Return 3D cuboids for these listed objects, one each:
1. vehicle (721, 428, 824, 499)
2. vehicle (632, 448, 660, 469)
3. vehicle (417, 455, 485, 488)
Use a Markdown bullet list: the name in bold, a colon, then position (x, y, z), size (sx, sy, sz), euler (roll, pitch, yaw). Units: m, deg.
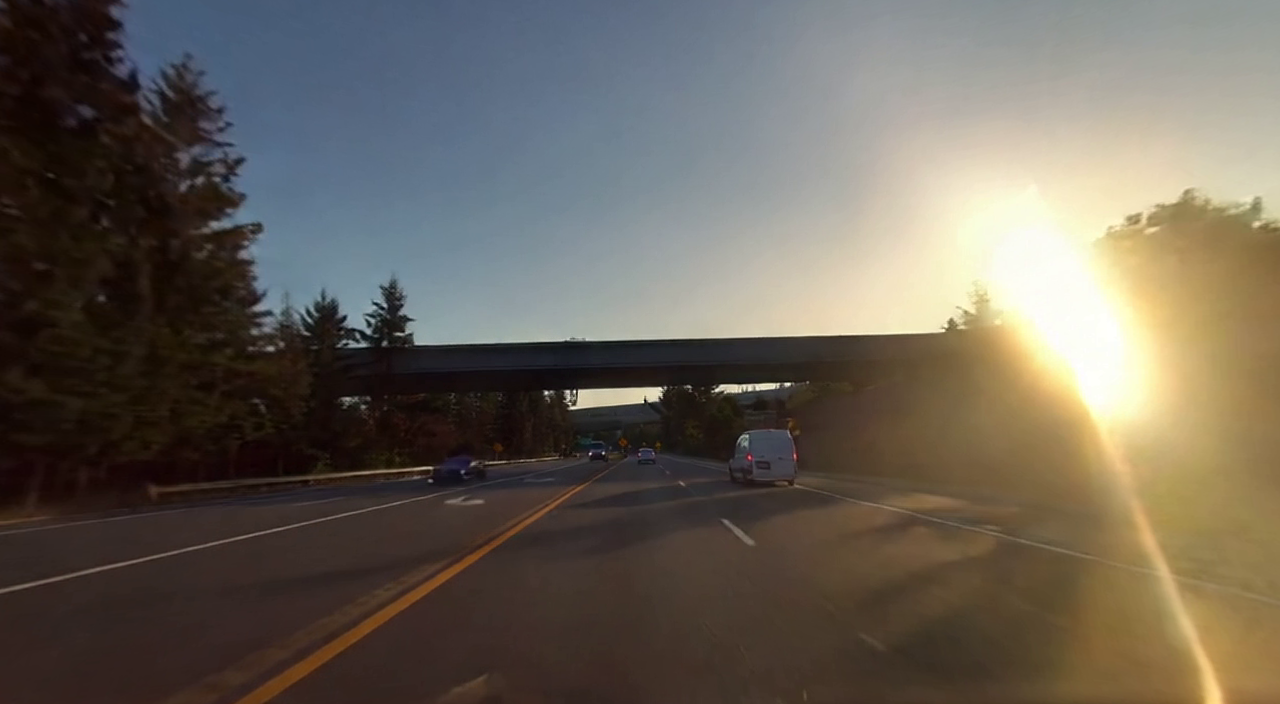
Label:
- **vehicle**: position (4.114, 3.593, 20.710), size (2.152, 1.998, 5.380), euler (0, -9, 0)
- **vehicle**: position (0.503, 8.337, 49.503), size (2.013, 1.584, 3.995), euler (-1, -9, 2)
- **vehicle**: position (-9.066, 5.739, 30.582), size (2.019, 1.478, 3.842), euler (0, -9, 1)
